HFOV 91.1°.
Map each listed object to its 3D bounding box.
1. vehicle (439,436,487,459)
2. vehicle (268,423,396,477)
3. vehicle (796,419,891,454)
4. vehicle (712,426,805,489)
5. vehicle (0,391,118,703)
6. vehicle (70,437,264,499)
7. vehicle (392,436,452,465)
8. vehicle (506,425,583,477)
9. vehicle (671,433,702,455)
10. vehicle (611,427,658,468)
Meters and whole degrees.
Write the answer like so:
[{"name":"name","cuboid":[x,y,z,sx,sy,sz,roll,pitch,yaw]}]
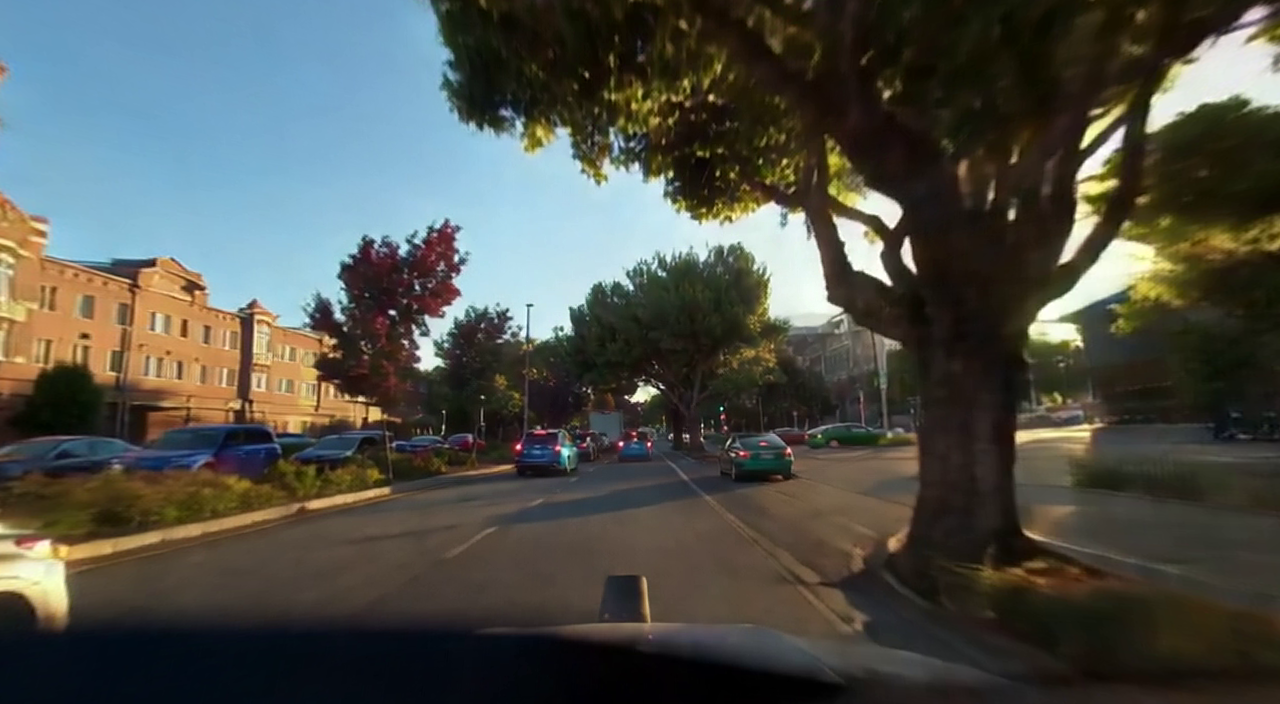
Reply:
[{"name":"vehicle","cuboid":[-12.162,6.624,43.469,1.924,1.511,4.640,0,-8,0]},{"name":"vehicle","cuboid":[-12.222,3.953,25.489,2.245,1.908,5.613,0,-8,1]},{"name":"vehicle","cuboid":[12.289,5.142,38.070,4.991,1.978,2.090,-8,-12,43]},{"name":"vehicle","cuboid":[3.222,2.960,17.868,1.847,1.554,3.885,0,-8,0]},{"name":"vehicle","cuboid":[-3.389,0.622,0.481,2.094,1.483,4.510,0,-8,0]},{"name":"vehicle","cuboid":[-12.577,3.090,17.147,1.824,1.447,4.442,0,-8,0]},{"name":"vehicle","cuboid":[-12.339,5.617,35.834,1.843,1.509,4.301,0,-8,1]},{"name":"vehicle","cuboid":[-3.408,3.631,23.222,2.047,1.710,4.314,0,-8,2]},{"name":"vehicle","cuboid":[3.296,6.614,45.174,1.948,1.475,4.093,0,-8,0]},{"name":"vehicle","cuboid":[-0.197,4.365,28.757,2.022,1.700,4.084,0,-8,1]}]
